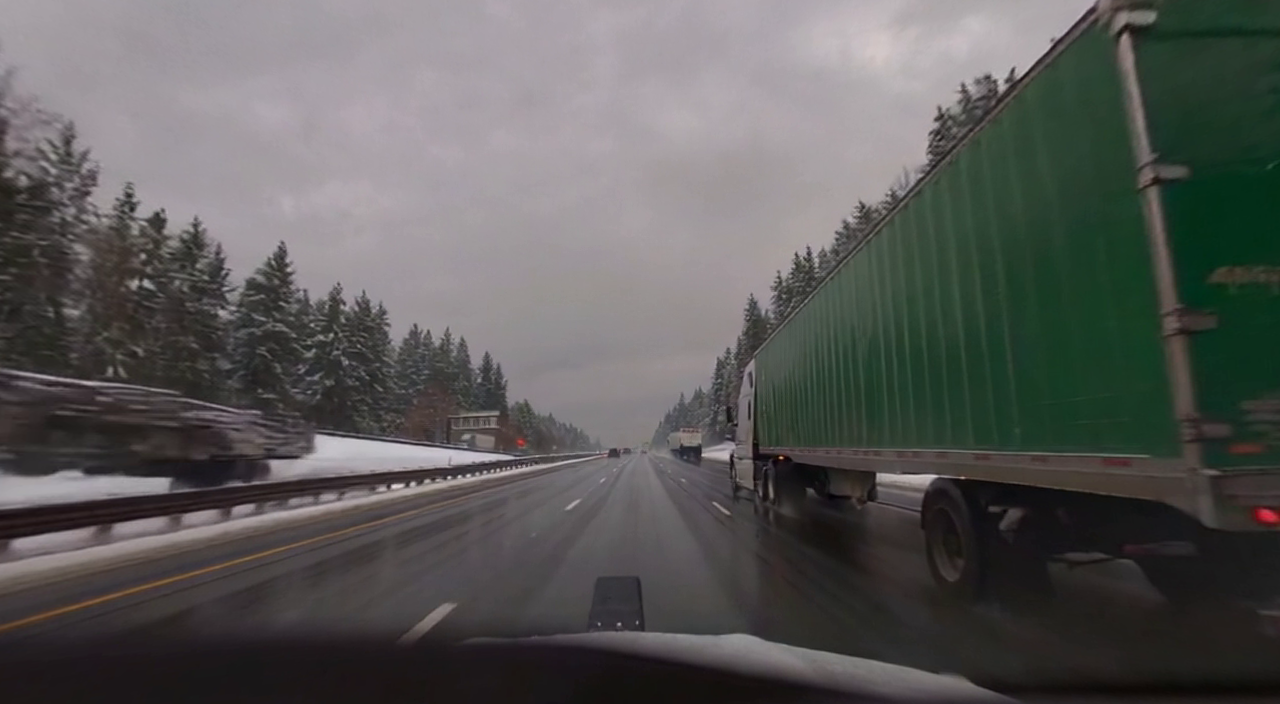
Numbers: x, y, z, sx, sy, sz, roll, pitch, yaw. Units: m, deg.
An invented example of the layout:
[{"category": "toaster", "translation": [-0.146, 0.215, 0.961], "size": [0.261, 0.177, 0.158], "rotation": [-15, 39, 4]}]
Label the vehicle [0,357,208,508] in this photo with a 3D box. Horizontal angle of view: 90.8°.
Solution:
[{"category": "vehicle", "translation": [-15.707, 2.179, 16.423], "size": [3.020, 3.309, 8.280], "rotation": [0, -9, -1]}]

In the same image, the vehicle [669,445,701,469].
[{"category": "vehicle", "translation": [3.065, 7.244, 43.669], "size": [2.019, 1.601, 3.953], "rotation": [-1, -9, 1]}]

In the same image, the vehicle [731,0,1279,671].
[{"category": "vehicle", "translation": [4.672, 0.916, 12.312], "size": [3.115, 4.407, 17.026], "rotation": [0, -9, -1]}]
